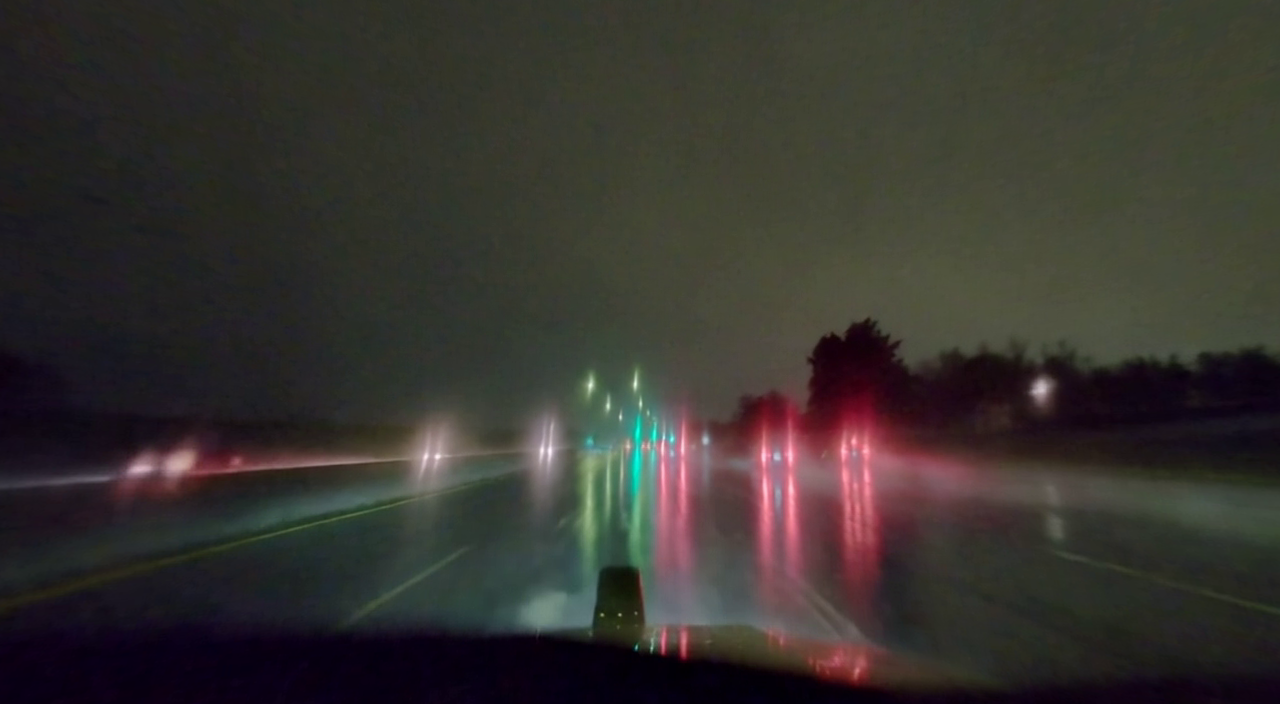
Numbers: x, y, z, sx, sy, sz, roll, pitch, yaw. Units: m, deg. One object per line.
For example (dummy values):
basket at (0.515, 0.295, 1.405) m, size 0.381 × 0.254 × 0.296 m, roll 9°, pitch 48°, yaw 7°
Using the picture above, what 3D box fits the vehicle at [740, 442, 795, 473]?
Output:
vehicle at (6.719, 5.591, 33.655) m, size 2.038 × 1.528 × 3.910 m, roll 0°, pitch -9°, yaw -1°

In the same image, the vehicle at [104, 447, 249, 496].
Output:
vehicle at (-18.238, 4.682, 25.258) m, size 2.001 × 1.640 × 4.894 m, roll 0°, pitch -8°, yaw 1°

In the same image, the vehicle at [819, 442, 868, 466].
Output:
vehicle at (14.606, 7.345, 45.653) m, size 2.025 × 1.595 × 4.268 m, roll 0°, pitch -9°, yaw -1°
